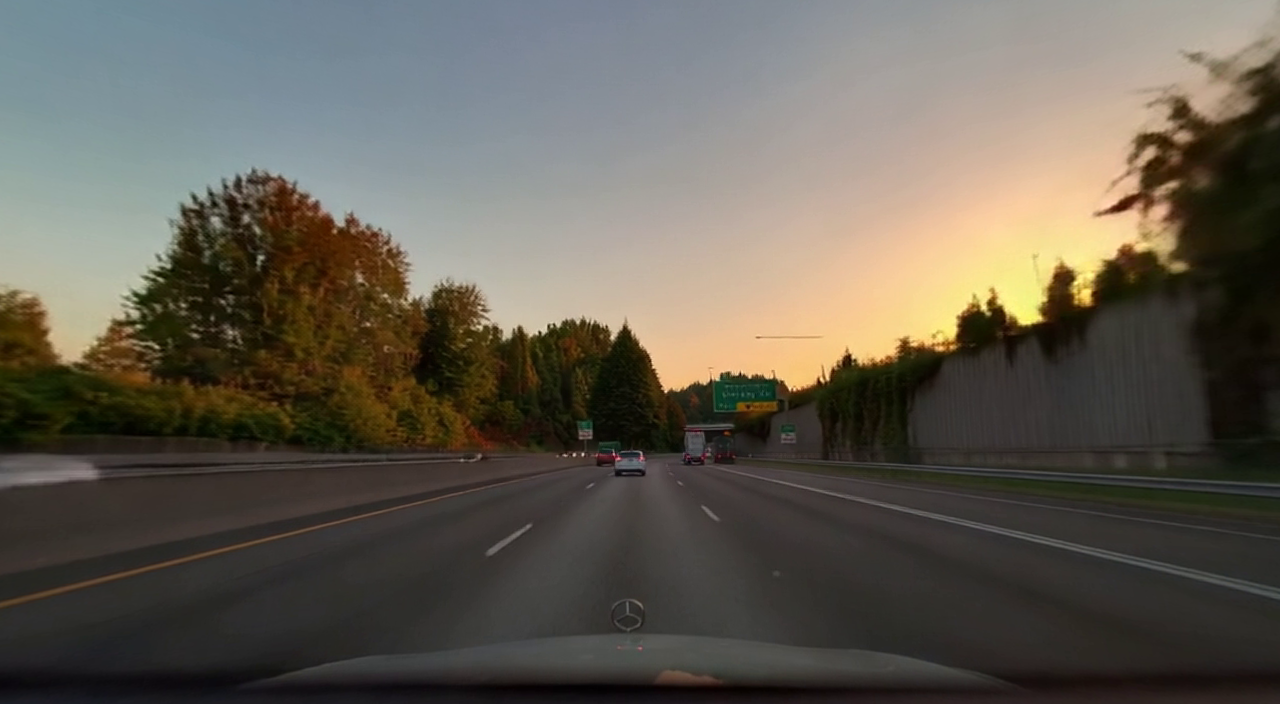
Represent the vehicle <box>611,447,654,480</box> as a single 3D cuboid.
[{"bbox_3d":[-0.333,5.587,31.872,2.035,1.513,4.272,0,-9,1],"label":"vehicle"}]
